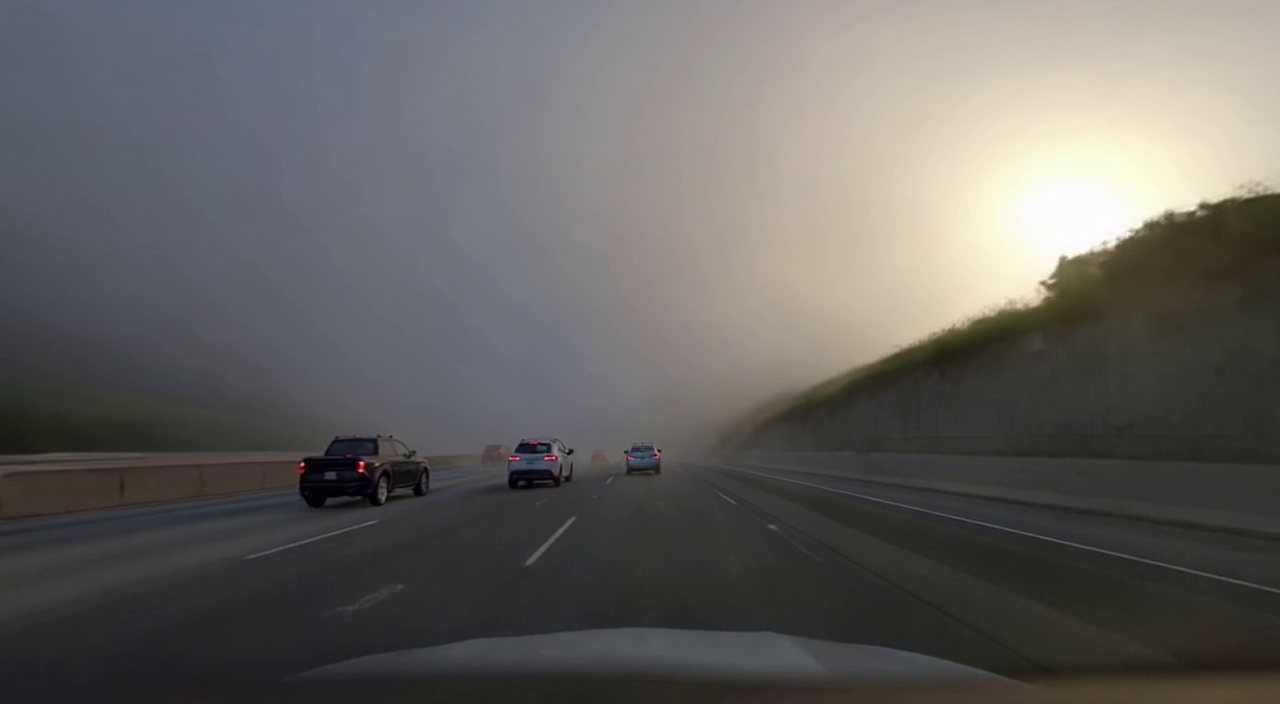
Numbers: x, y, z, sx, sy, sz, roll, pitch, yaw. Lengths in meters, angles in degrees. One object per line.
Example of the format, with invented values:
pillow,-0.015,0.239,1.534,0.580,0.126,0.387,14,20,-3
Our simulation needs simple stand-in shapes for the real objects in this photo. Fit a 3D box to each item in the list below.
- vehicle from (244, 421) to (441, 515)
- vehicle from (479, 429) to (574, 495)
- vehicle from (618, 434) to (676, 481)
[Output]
vehicle,-6.769,2.718,15.253,2.108,1.856,5.214,0,-9,1
vehicle,-3.436,3.443,20.055,2.093,1.820,4.506,0,-9,1
vehicle,0.248,4.418,26.605,2.233,1.804,4.273,0,-9,0
